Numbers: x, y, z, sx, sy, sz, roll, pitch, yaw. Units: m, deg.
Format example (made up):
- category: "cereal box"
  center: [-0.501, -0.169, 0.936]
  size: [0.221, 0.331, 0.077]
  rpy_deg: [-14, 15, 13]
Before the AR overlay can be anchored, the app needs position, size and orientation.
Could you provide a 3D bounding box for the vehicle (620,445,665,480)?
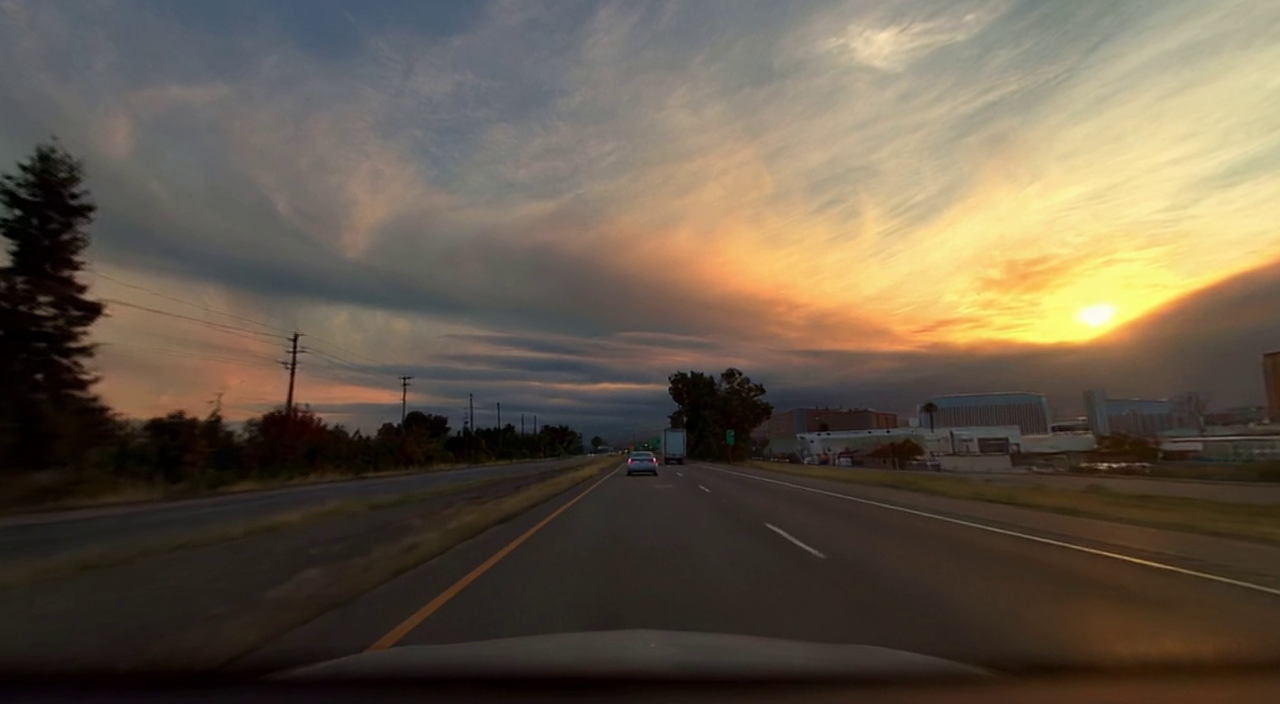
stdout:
- category: "vehicle"
  center: [0.103, 5.296, 30.416]
  size: [2.045, 1.527, 4.023]
  rpy_deg: [0, -9, 0]
